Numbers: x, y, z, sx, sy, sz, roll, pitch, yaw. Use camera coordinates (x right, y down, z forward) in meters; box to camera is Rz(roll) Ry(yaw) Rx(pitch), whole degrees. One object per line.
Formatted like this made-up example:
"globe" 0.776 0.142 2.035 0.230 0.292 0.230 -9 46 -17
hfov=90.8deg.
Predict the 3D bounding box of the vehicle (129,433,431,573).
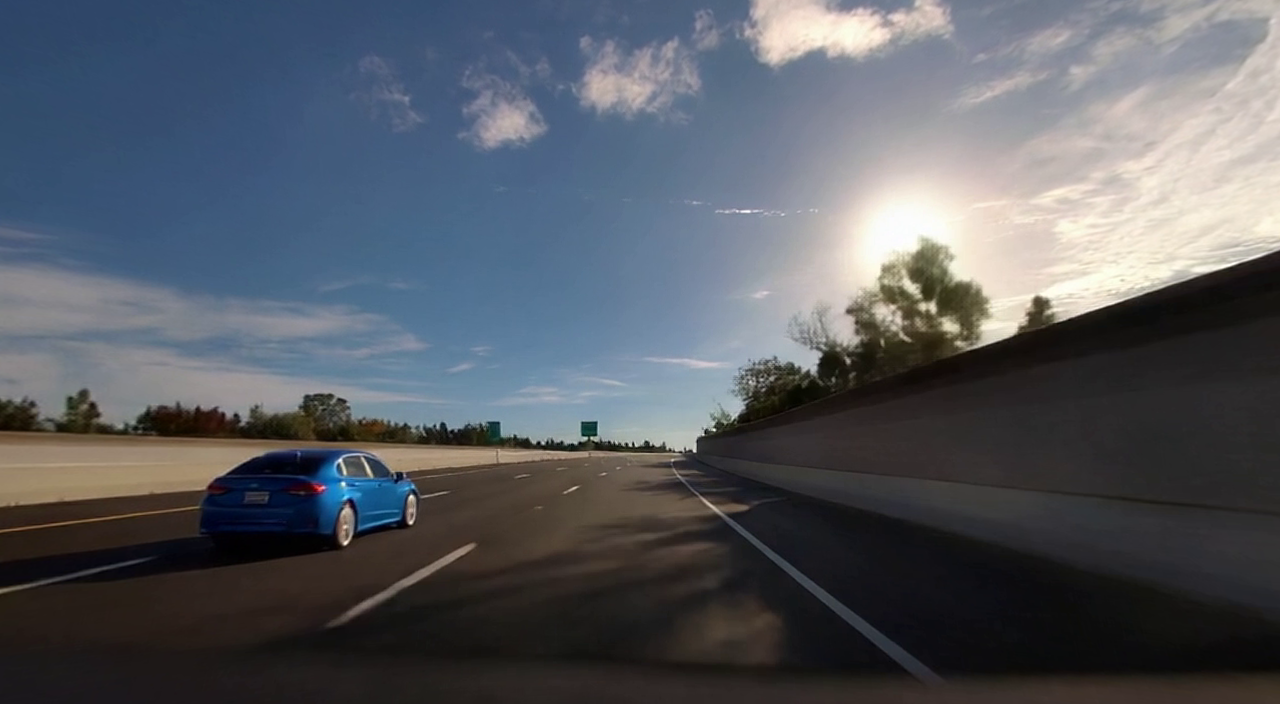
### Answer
"vehicle" -4.548 1.932 8.784 1.928 1.504 3.745 0 -9 1
